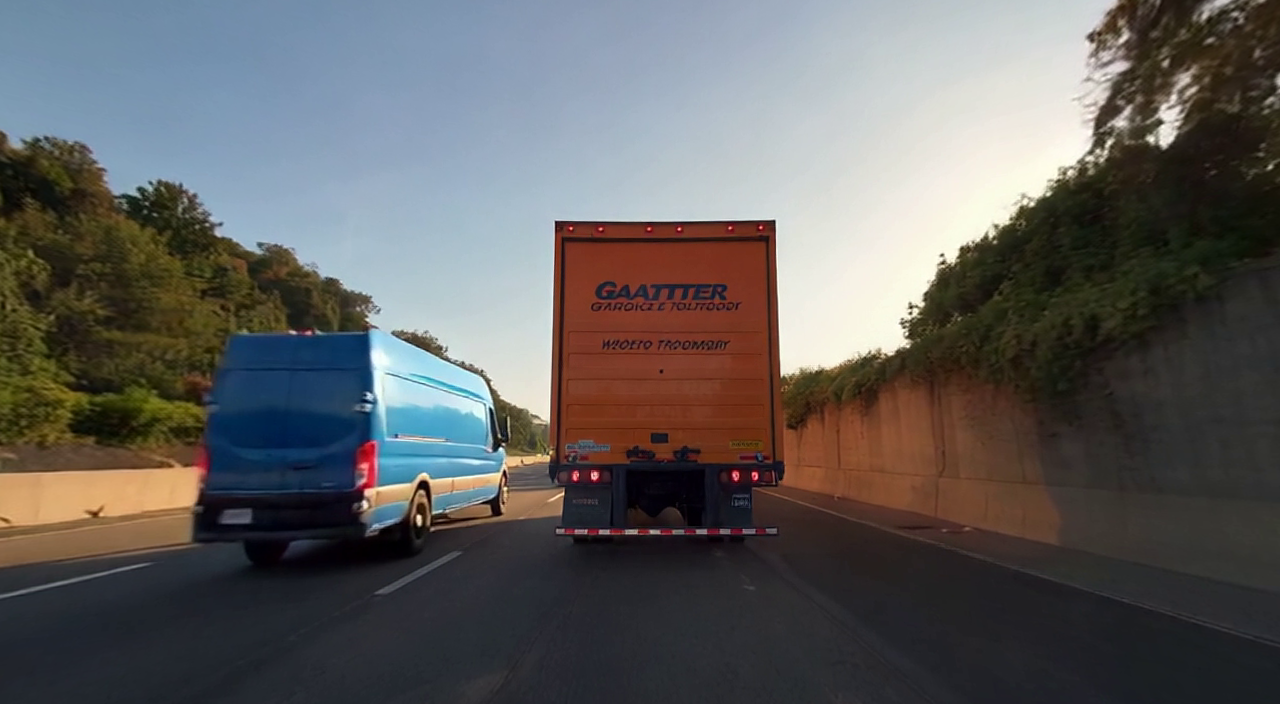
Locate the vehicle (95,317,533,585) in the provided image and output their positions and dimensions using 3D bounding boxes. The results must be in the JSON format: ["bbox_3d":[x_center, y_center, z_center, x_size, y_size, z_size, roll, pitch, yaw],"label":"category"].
[{"bbox_3d":[-4.400,1.877,12.212,2.790,2.893,10.715,0,-9,0],"label":"vehicle"}]

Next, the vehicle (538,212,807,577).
[{"bbox_3d":[0.478,1.215,12.226,2.853,4.054,10.557,0,-9,2],"label":"vehicle"}]
